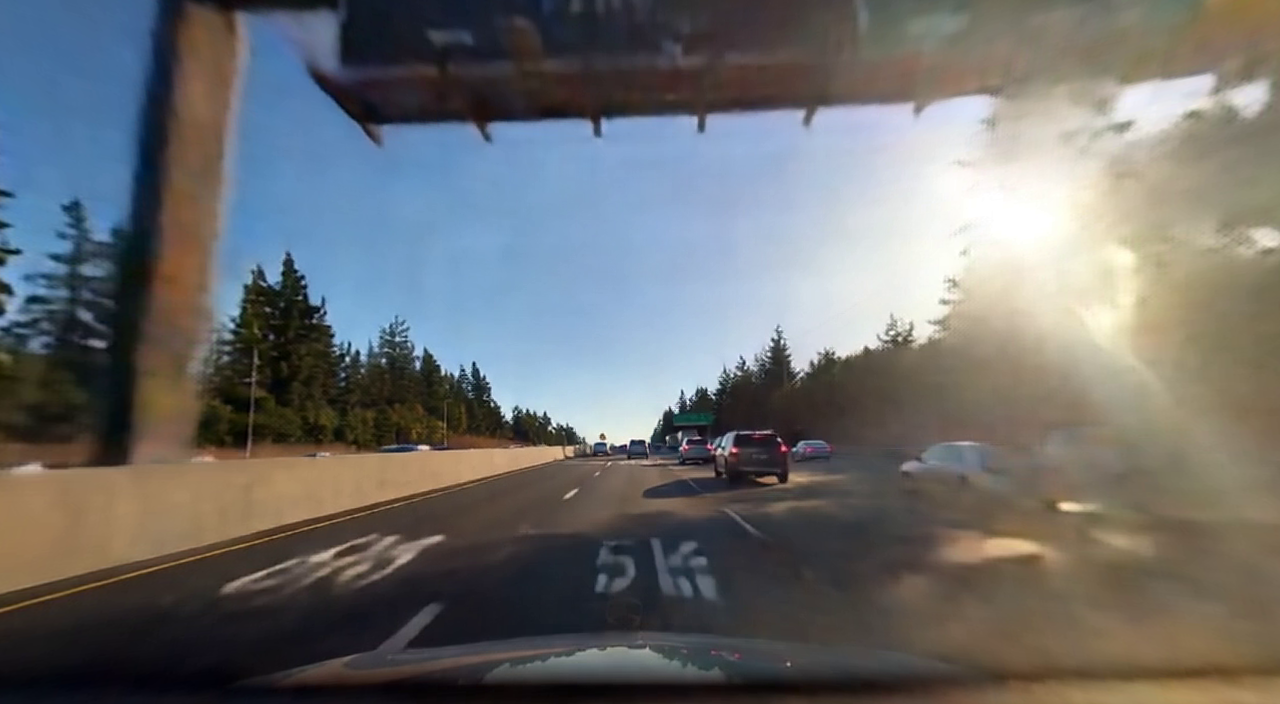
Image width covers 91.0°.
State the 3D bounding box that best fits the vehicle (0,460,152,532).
[{"bbox_3d":[-15.260,3.580,16.074,1.878,1.486,4.580,0,-8,0],"label":"vehicle"}]

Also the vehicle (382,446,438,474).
[{"bbox_3d":[-15.557,7.311,42.845,1.944,1.747,4.657,0,-8,1],"label":"vehicle"}]

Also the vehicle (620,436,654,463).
[{"bbox_3d":[-0.252,7.015,45.355,2.314,1.796,4.254,0,-8,-1],"label":"vehicle"}]

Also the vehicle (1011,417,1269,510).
[{"bbox_3d":[10.726,2.421,14.112,1.925,1.708,4.643,0,-8,0],"label":"vehicle"}]

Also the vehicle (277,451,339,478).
[{"bbox_3d":[-23.015,7.799,43.843,1.912,1.694,4.479,0,-8,-1],"label":"vehicle"}]

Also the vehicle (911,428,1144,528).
[{"bbox_3d":[6.848,2.233,11.699,1.836,1.527,3.783,0,-8,-1],"label":"vehicle"}]

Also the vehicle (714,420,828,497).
[{"bbox_3d":[3.507,2.971,17.900,2.095,1.886,4.727,0,-8,-2],"label":"vehicle"}]

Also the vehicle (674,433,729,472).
[{"bbox_3d":[3.017,5.054,31.871,2.152,1.821,4.853,0,-8,-2],"label":"vehicle"}]
